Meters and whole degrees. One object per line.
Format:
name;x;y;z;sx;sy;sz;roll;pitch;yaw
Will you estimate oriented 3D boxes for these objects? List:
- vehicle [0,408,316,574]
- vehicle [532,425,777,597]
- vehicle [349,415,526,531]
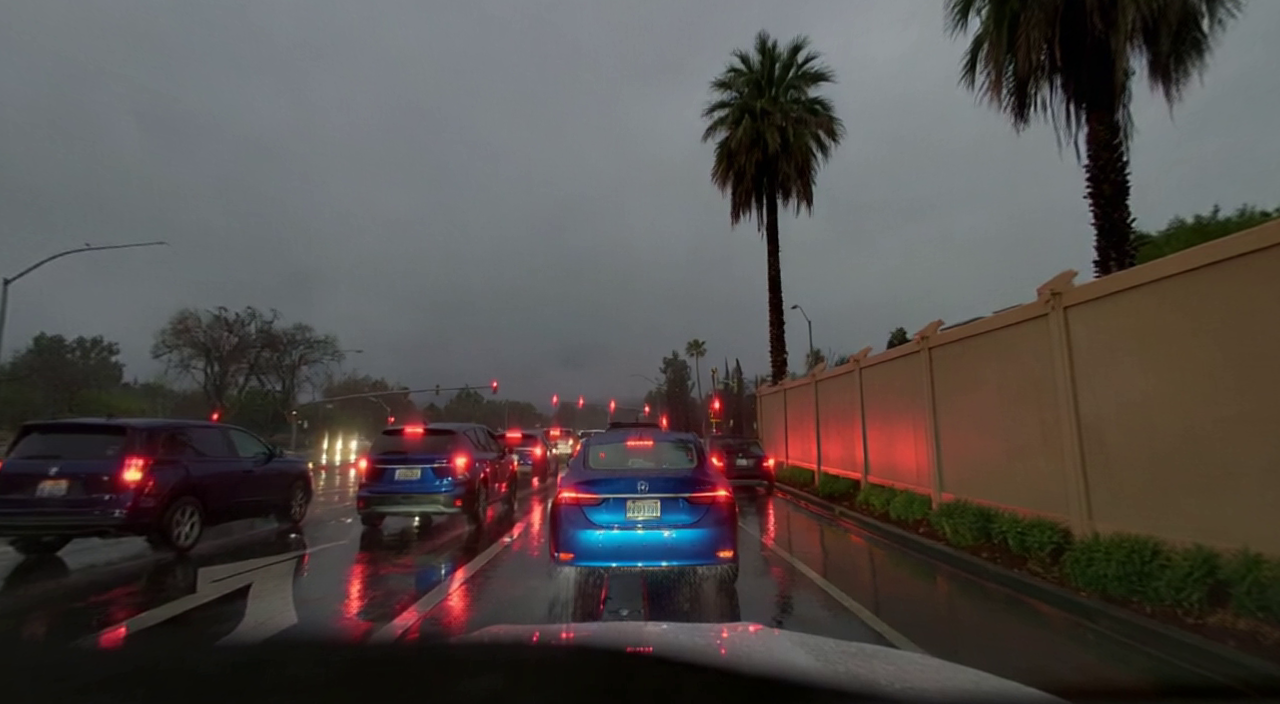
vehicle;-6.677;1.779;8.854;1.963;1.721;4.467;0;-8;-2
vehicle;0.066;1.708;7.698;2.128;1.473;4.272;0;-8;-2
vehicle;-3.462;2.158;11.733;2.007;1.746;4.136;0;-9;-2
